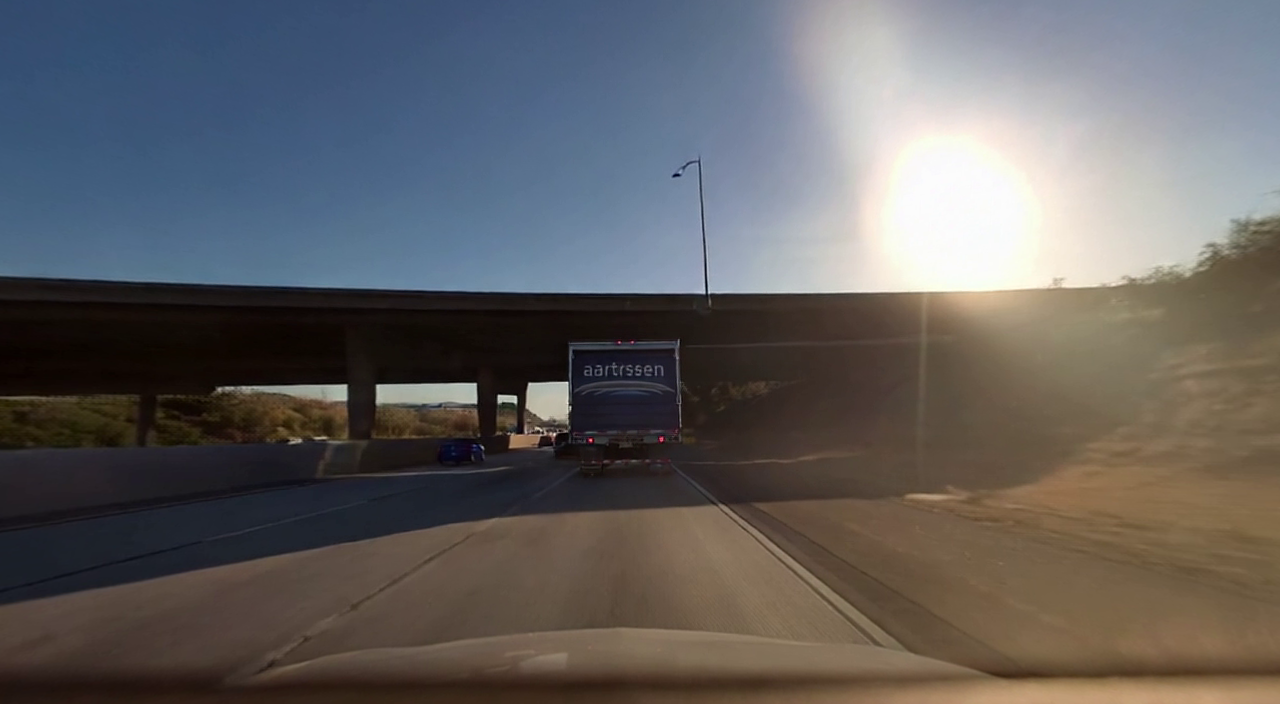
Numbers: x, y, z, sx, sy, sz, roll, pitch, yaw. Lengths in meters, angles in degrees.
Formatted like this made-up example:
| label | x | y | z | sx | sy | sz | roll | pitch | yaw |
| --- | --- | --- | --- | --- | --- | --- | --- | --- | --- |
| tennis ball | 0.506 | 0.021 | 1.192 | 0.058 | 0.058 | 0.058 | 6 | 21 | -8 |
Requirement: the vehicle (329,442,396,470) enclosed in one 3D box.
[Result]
| label | x | y | z | sx | sy | sz | roll | pitch | yaw |
| --- | --- | --- | --- | --- | --- | --- | --- | --- | --- |
| vehicle | -16.207 | 6.054 | 37.018 | 1.880 | 1.506 | 4.531 | 0 | -8 | 0 |

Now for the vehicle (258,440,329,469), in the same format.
| label | x | y | z | sx | sy | sz | roll | pitch | yaw |
| --- | --- | --- | --- | --- | --- | --- | --- | --- | --- |
| vehicle | -19.989 | 5.908 | 36.443 | 1.829 | 1.546 | 4.004 | 0 | -8 | 0 |

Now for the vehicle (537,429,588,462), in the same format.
| label | x | y | z | sx | sy | sz | roll | pitch | yaw |
| --- | --- | --- | --- | --- | --- | --- | --- | --- | --- |
| vehicle | -4.234 | 5.206 | 35.215 | 2.168 | 1.671 | 4.888 | 0 | -8 | 1 |

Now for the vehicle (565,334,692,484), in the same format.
| label | x | y | z | sx | sy | sz | roll | pitch | yaw |
| --- | --- | --- | --- | --- | --- | --- | --- | --- | --- |
| vehicle | -0.362 | 2.258 | 22.606 | 3.442 | 4.106 | 10.719 | 0 | -8 | -1 |

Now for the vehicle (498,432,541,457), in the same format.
| label | x | y | z | sx | sy | sz | roll | pitch | yaw |
| --- | --- | --- | --- | --- | --- | --- | --- | --- | --- |
| vehicle | -8.116 | 6.256 | 42.637 | 1.981 | 1.574 | 4.561 | 0 | -8 | 0 |

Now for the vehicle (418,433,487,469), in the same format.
| label | x | y | z | sx | sy | sz | roll | pitch | yaw |
| --- | --- | --- | --- | --- | --- | --- | --- | --- | --- |
| vehicle | -8.444 | 4.469 | 28.673 | 1.940 | 1.488 | 3.976 | 0 | -8 | 0 |
